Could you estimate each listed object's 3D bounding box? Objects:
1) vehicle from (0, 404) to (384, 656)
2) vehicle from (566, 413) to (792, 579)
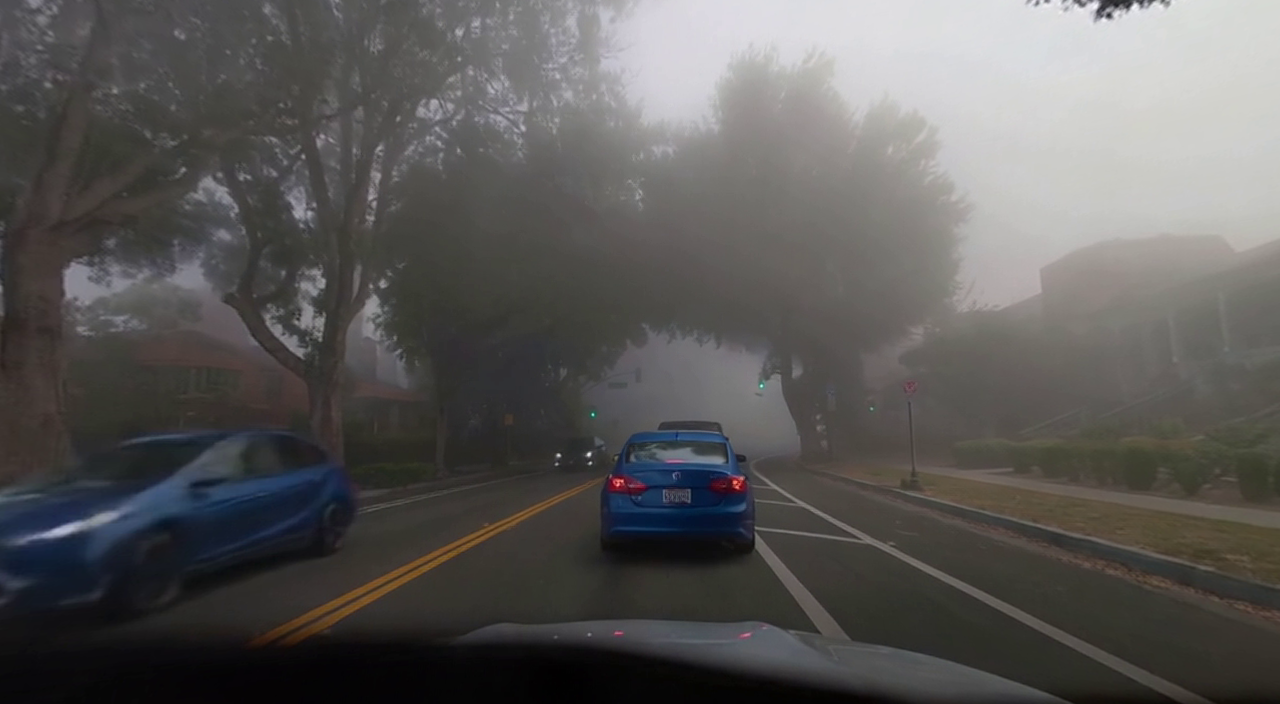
[{"bbox_3d":[-4.811,1.532,6.655,2.082,1.682,4.623,0,-8,2],"label":"vehicle"},{"bbox_3d":[0.392,1.607,7.823,2.070,1.516,3.936,0,-8,1],"label":"vehicle"}]
